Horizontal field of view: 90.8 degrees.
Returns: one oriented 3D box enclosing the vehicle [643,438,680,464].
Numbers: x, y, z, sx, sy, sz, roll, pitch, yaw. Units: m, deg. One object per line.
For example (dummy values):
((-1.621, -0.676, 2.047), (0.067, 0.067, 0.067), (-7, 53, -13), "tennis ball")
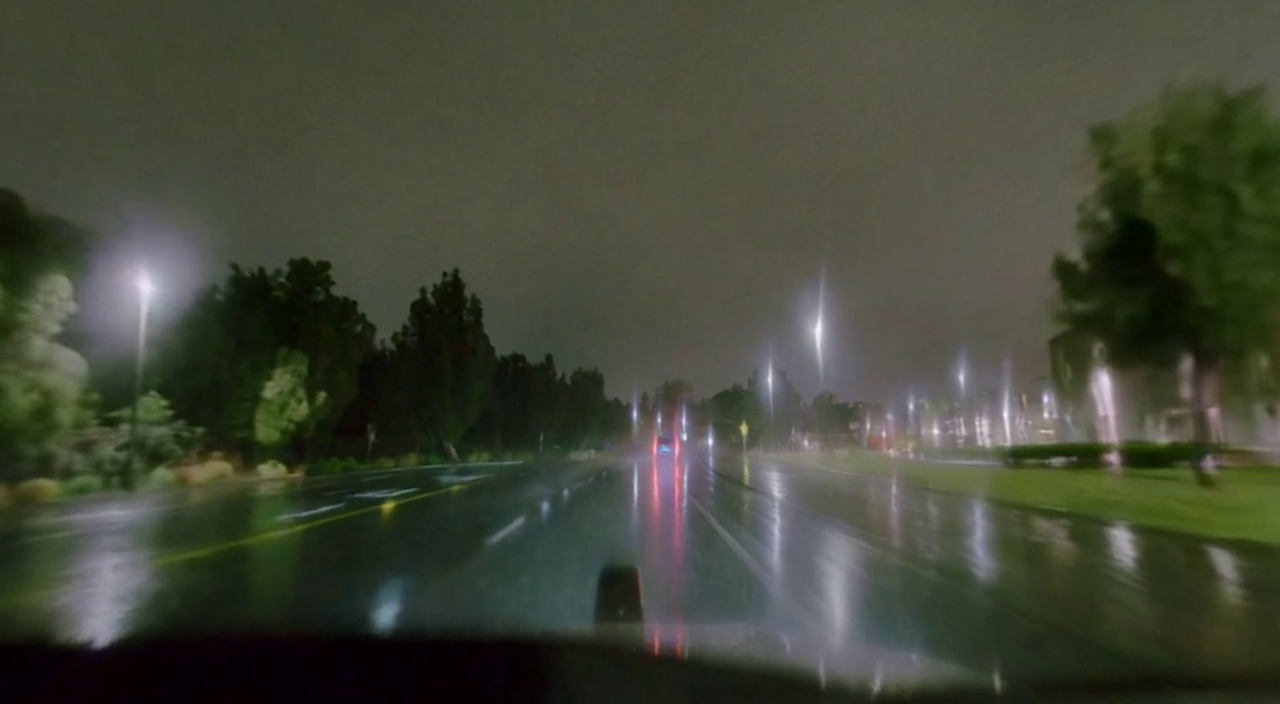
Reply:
((1.601, 7.108, 45.394), (2.370, 1.781, 4.440), (-1, -9, 6), "vehicle")
